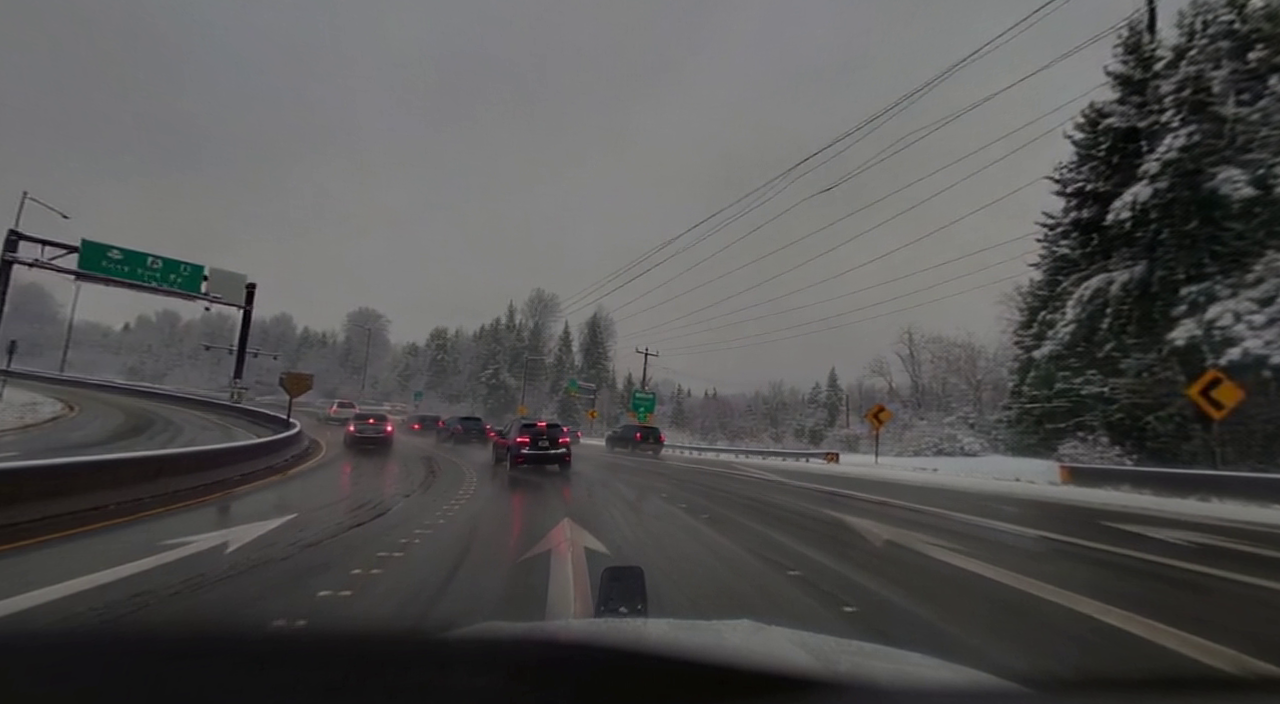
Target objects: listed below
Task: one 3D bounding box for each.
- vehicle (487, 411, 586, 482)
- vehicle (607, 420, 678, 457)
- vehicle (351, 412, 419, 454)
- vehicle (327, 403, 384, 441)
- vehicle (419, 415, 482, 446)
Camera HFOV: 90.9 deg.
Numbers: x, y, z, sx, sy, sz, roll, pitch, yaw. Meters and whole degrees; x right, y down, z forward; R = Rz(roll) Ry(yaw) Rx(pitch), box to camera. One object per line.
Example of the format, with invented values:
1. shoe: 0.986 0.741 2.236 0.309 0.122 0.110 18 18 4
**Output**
1. vehicle: -3.048 2.657 17.798 2.140 1.724 4.304 3 -9 -17
2. vehicle: 0.041 4.701 33.987 2.079 1.807 4.682 4 -9 -24
3. vehicle: -10.105 3.227 24.763 2.033 1.501 4.623 4 -9 -26
4. vehicle: -14.564 3.644 32.198 2.076 1.747 4.285 5 -10 -30
5. vehicle: -9.832 4.104 32.435 1.832 1.473 4.364 6 -10 -33
